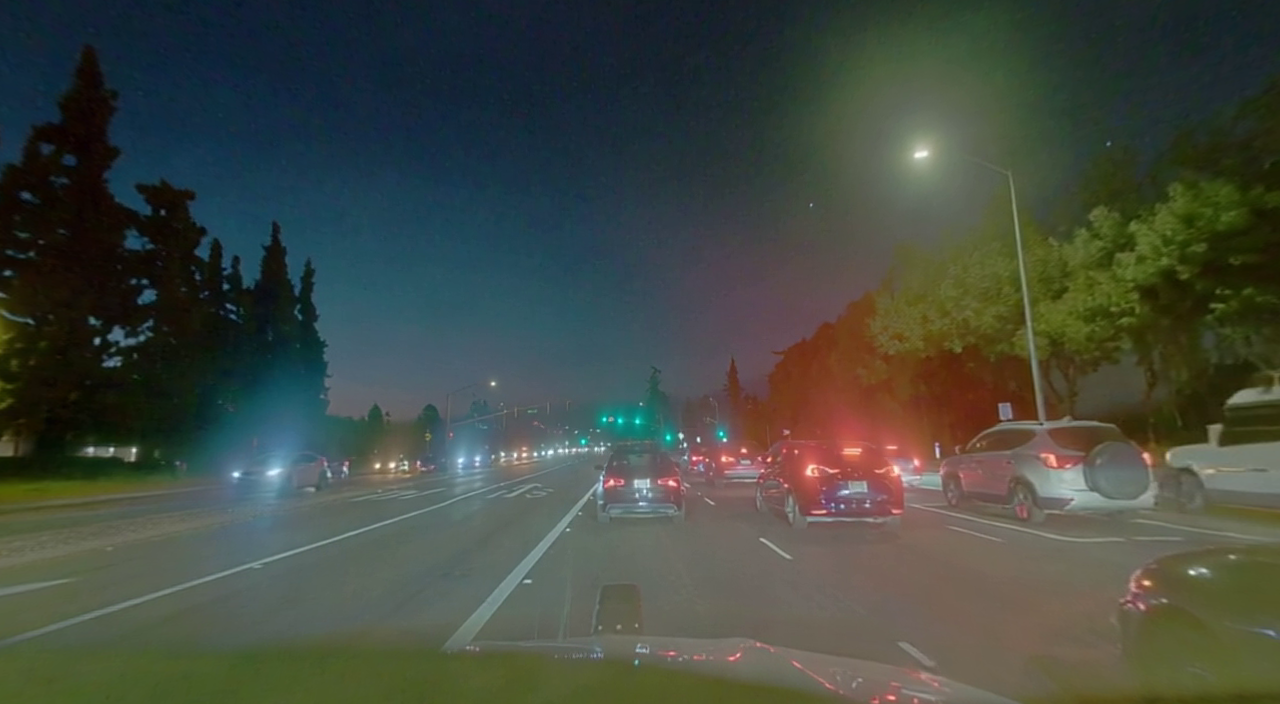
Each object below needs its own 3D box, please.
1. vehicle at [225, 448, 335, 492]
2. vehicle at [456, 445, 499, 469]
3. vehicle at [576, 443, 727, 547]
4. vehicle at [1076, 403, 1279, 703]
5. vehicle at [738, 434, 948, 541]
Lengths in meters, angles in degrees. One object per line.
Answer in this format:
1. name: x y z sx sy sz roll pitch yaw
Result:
1. vehicle: -15.624 5.100 27.791 2.080 1.738 4.686 0 -9 0
2. vehicle: -11.907 7.698 46.675 1.980 1.675 4.581 0 -9 0
3. vehicle: 0.088 2.197 10.427 1.990 1.347 4.067 0 -9 -2
4. vehicle: 3.480 0.760 1.241 1.959 1.472 4.571 0 -9 0
5. vehicle: 3.181 2.243 11.201 1.970 1.445 4.974 0 -9 -1
